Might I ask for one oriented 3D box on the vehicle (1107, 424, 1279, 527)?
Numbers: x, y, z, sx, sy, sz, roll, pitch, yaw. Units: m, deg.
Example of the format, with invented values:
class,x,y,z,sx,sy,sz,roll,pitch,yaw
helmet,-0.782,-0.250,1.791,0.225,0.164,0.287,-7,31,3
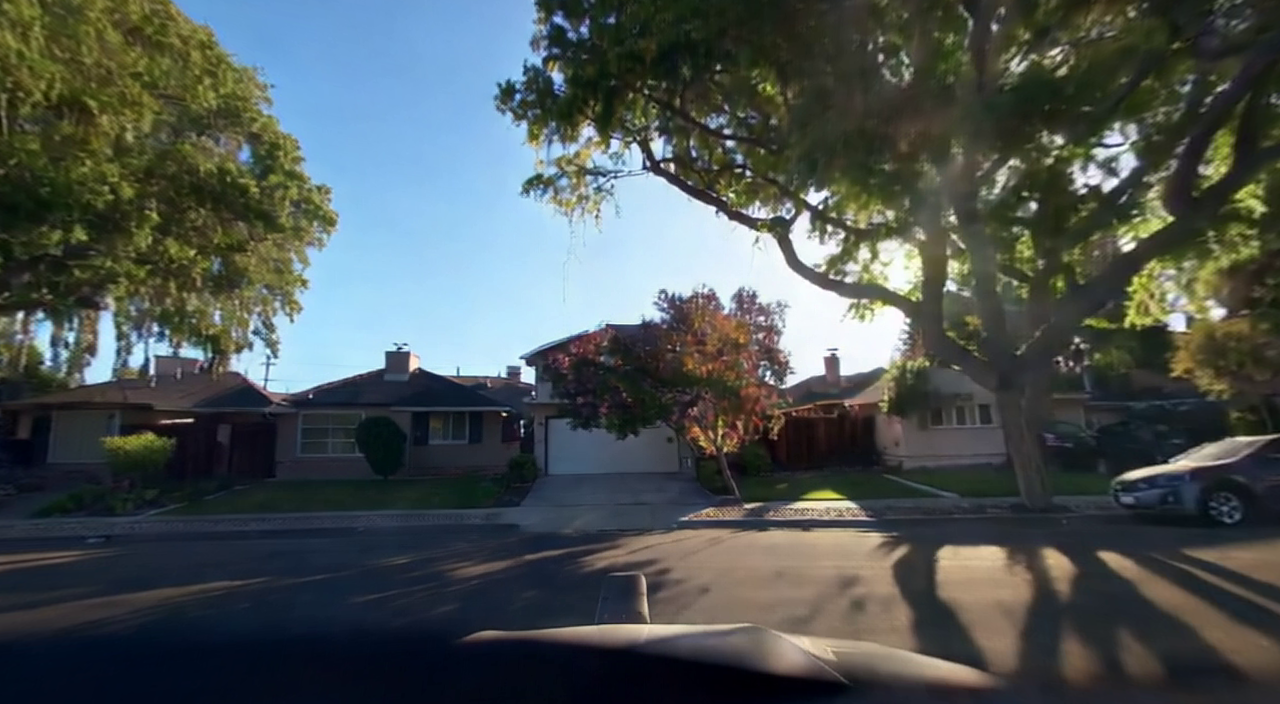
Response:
class,x,y,z,sx,sy,sz,roll,pitch,yaw
vehicle,11.253,2.099,10.942,4.658,1.615,1.894,0,-8,0
